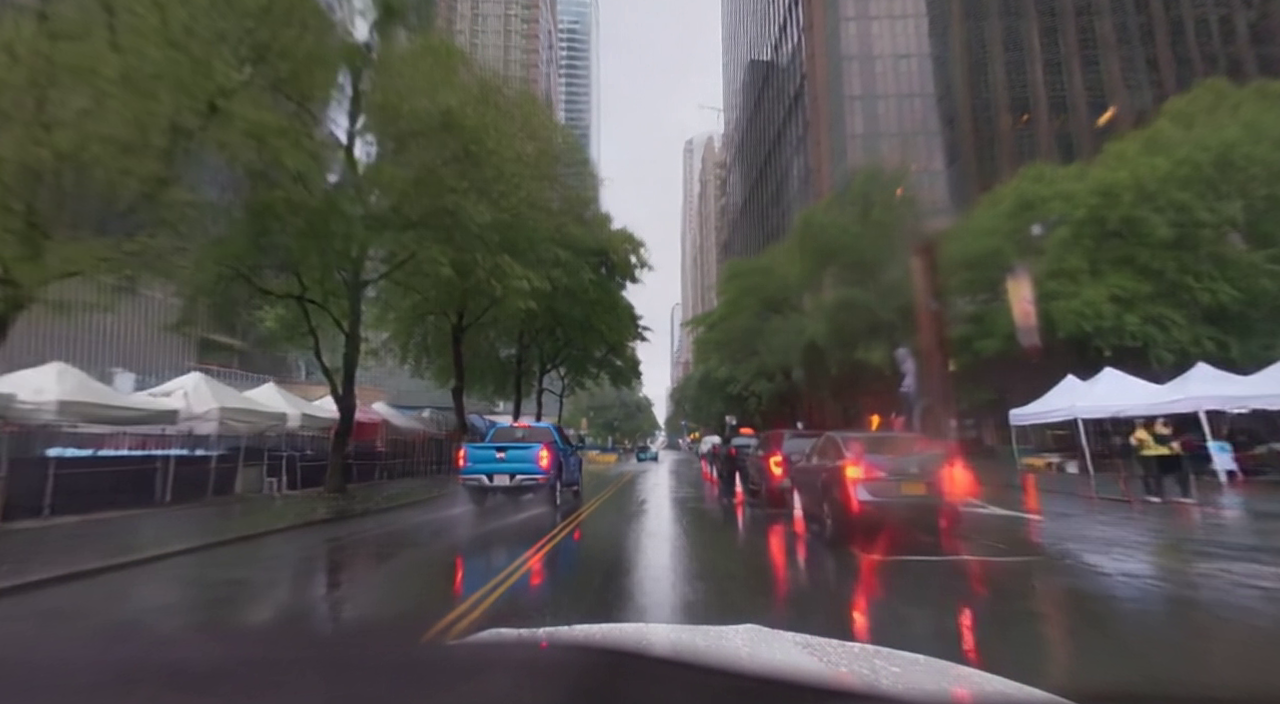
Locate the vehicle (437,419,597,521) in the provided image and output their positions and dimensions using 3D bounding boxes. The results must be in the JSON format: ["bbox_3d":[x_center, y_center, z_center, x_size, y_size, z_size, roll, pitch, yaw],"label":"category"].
[{"bbox_3d":[-2.589,2.719,15.145,2.452,1.954,5.653,-1,-9,3],"label":"vehicle"}]

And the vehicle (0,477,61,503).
[{"bbox_3d":[-46.983,10.440,47.936,1.813,1.628,4.573,1,-9,-6],"label":"vehicle"}]

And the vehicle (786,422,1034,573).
[{"bbox_3d":[3.417,1.907,9.035,2.023,1.607,4.225,-1,-9,6],"label":"vehicle"}]
